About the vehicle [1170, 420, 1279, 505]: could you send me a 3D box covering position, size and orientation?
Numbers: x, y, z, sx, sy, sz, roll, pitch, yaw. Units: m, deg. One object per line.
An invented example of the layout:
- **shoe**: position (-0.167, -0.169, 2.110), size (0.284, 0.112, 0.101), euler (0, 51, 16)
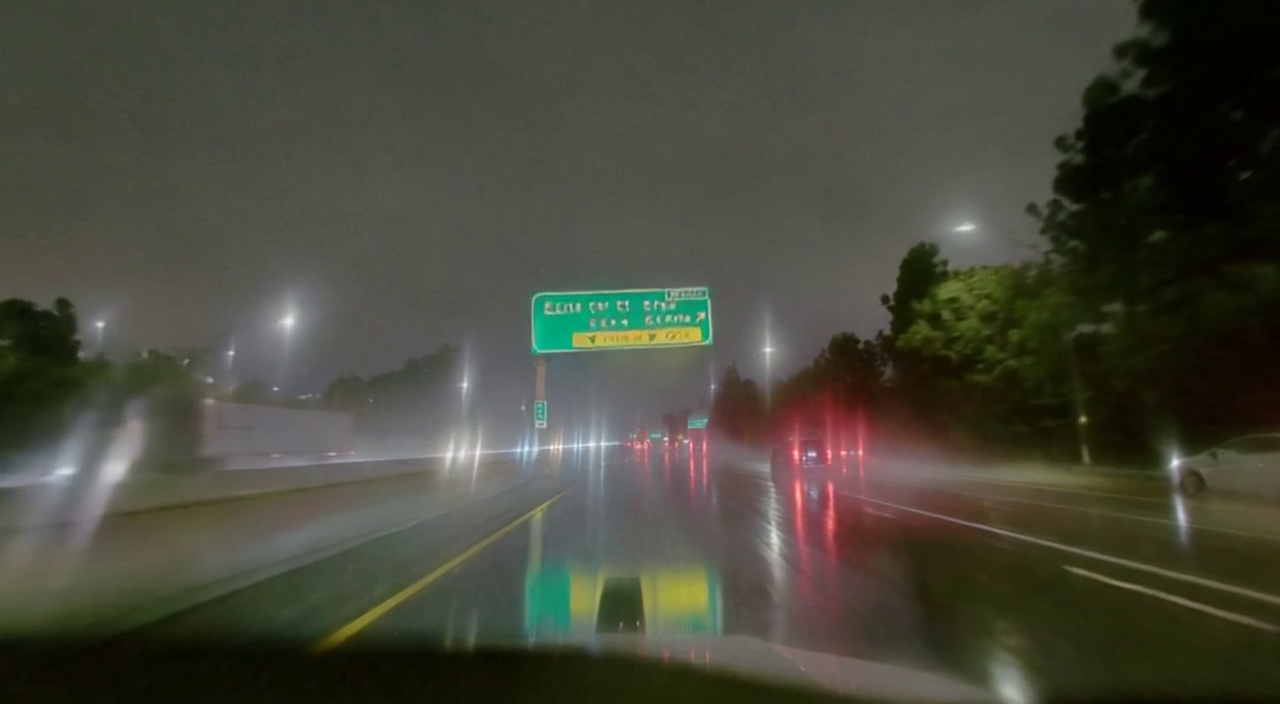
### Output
- **vehicle**: position (14.033, 2.310, 13.246), size (1.957, 1.709, 4.387), euler (0, -8, -1)

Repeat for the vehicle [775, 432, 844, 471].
- **vehicle**: position (8.630, 5.104, 32.574), size (2.098, 1.820, 4.505), euler (0, -8, -2)

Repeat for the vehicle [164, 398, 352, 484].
- **vehicle**: position (-21.455, 5.279, 37.191), size (2.889, 4.092, 13.333), euler (0, -8, -1)

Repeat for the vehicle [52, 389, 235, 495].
- **vehicle**: position (-21.187, 3.917, 27.517), size (3.071, 4.073, 5.744), euler (0, -8, -1)
